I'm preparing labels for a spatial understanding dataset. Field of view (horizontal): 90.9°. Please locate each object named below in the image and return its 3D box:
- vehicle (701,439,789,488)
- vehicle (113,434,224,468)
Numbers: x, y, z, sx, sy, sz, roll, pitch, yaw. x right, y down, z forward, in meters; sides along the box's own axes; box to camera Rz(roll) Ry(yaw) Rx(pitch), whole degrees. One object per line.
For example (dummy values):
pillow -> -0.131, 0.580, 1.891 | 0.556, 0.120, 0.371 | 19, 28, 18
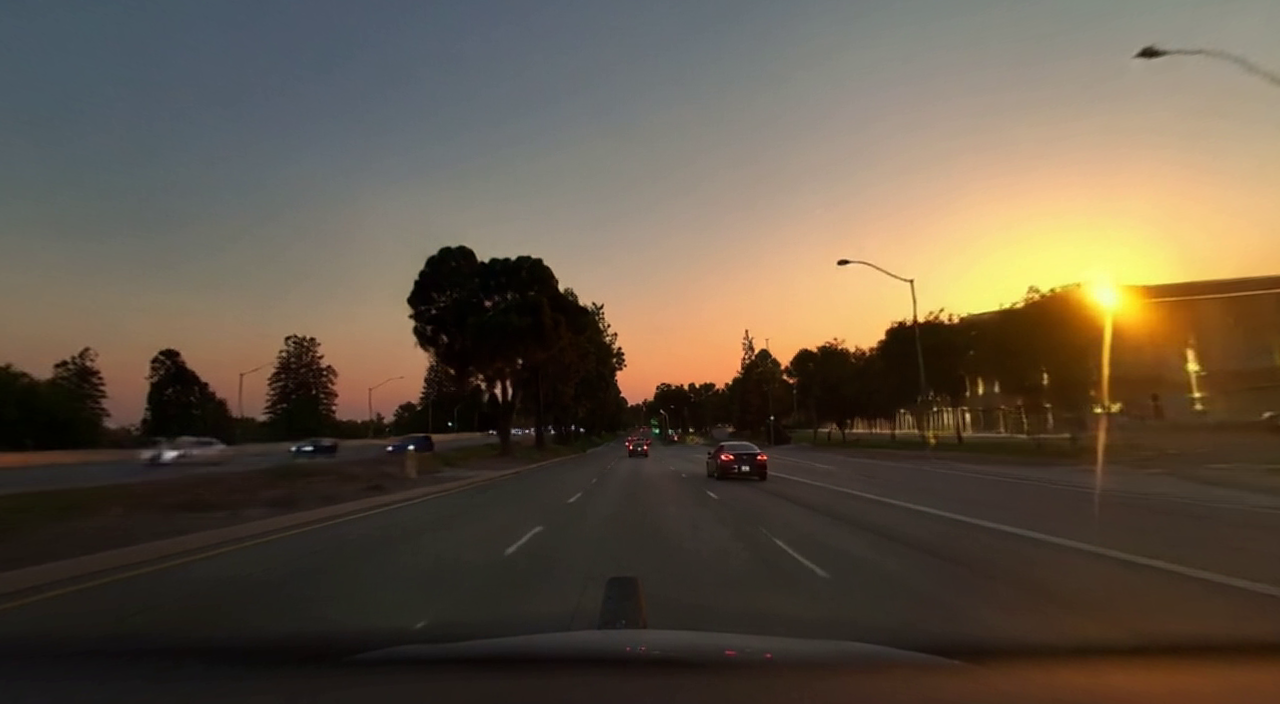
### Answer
vehicle -> 3.377, 3.688, 21.200 | 2.069, 1.431, 4.313 | 0, -8, -2
vehicle -> -21.897, 4.621, 29.543 | 1.921, 1.480, 4.348 | 0, -8, -2
